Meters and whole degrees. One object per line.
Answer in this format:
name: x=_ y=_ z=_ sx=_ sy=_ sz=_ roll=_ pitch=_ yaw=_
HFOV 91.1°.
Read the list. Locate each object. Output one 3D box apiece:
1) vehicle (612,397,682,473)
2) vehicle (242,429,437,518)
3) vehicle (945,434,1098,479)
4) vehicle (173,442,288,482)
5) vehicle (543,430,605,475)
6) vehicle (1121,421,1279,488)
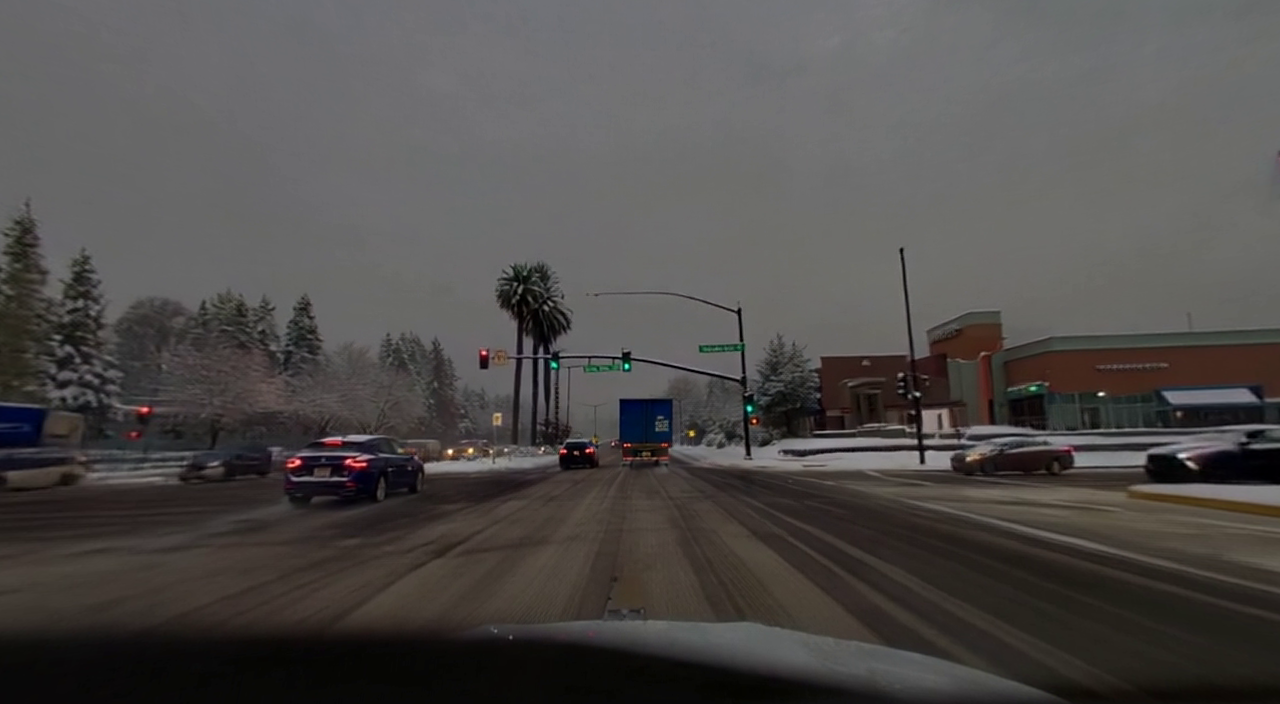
vehicle: x=0.306 y=4.071 z=30.422 sx=2.993 sy=3.235 sz=6.692 roll=0 pitch=-8 yaw=0
vehicle: x=-6.381 y=2.621 z=14.132 sx=2.045 sy=1.630 sz=4.680 roll=0 pitch=-8 yaw=0
vehicle: x=14.665 y=4.065 z=24.357 sx=4.568 sy=1.485 sz=1.936 roll=-2 pitch=-11 yaw=0
vehicle: x=-17.744 y=4.764 z=27.507 sx=1.922 sy=1.575 sz=4.620 roll=0 pitch=-8 yaw=0
vehicle: x=-2.886 y=4.564 z=28.701 sx=2.178 sy=1.826 sz=4.933 roll=0 pitch=-8 yaw=1
vehicle: x=16.891 y=2.847 z=17.597 sx=5.039 sy=1.744 sz=2.043 roll=0 pitch=-8 yaw=0
